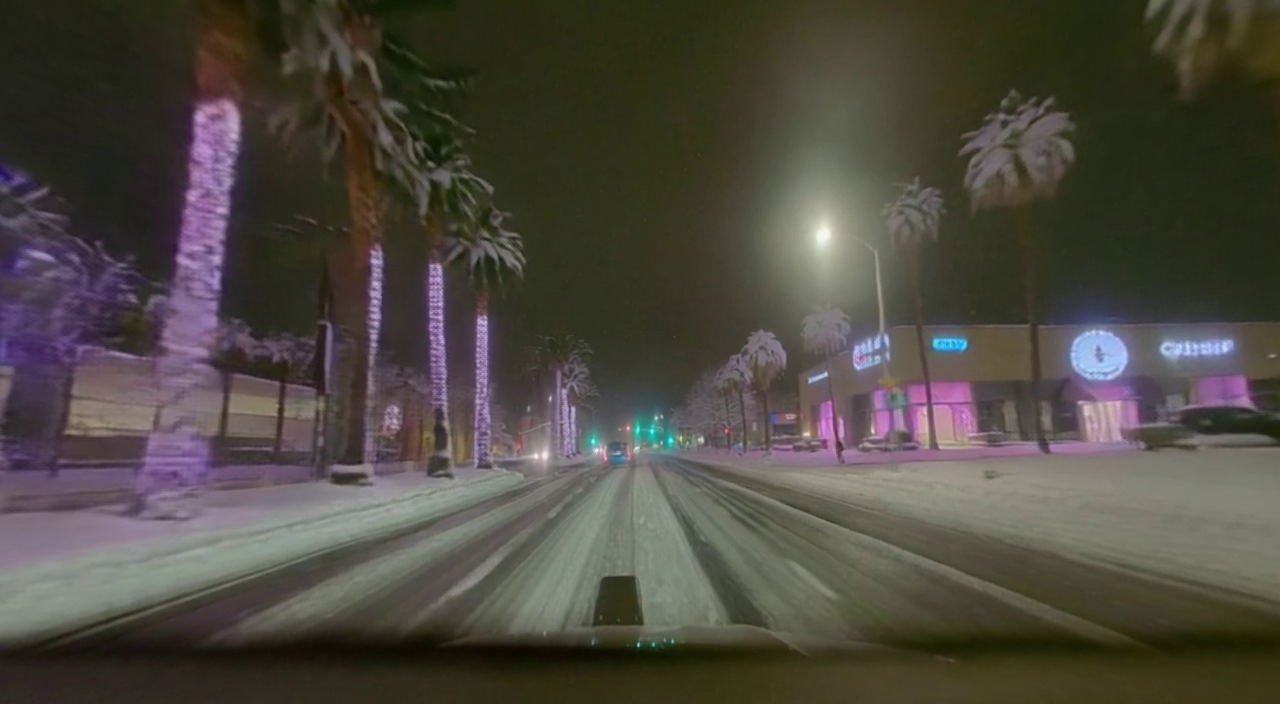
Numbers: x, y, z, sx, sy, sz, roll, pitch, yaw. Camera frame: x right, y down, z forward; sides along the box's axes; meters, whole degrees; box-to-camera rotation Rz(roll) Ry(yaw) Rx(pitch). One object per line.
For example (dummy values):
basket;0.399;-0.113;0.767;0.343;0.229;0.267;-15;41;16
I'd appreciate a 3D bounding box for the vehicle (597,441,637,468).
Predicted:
vehicle;-1.395;6.456;40.111;2.160;1.615;4.117;-1;-9;4
